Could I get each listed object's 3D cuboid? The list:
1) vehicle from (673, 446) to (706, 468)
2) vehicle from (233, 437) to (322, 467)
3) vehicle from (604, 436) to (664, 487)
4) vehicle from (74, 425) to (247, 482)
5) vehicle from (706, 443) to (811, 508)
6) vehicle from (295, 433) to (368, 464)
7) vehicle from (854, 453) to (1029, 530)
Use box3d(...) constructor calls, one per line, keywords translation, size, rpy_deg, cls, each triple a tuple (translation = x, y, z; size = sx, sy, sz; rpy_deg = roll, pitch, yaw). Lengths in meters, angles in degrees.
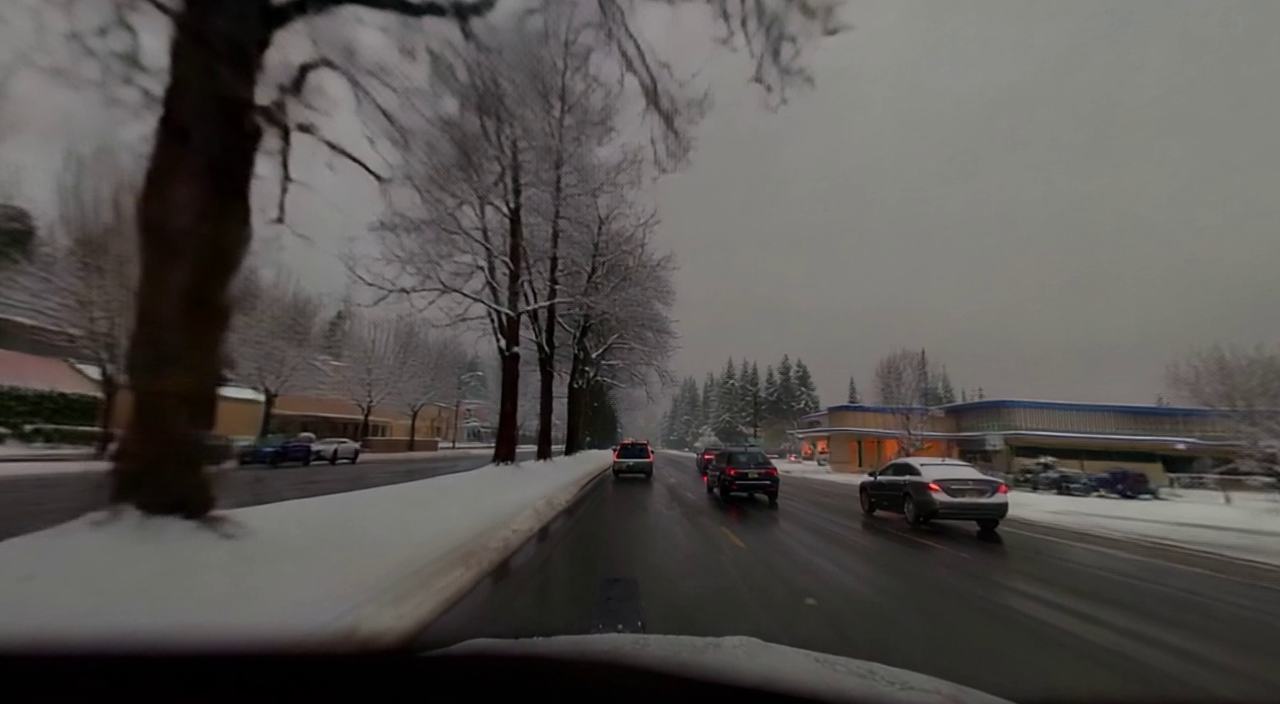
box3d(translation=(3.484, 7.508, 44.940), size=(2.012, 1.462, 4.163), rpy_deg=(0, -8, -1), cls="vehicle")
box3d(translation=(-19.006, 5.262, 33.198), size=(1.905, 1.428, 4.637), rpy_deg=(0, -8, 0), cls="vehicle")
box3d(translation=(-0.206, 3.988, 23.164), size=(2.008, 1.674, 4.239), rpy_deg=(0, -8, 0), cls="vehicle")
box3d(translation=(-15.930, 3.397, 21.256), size=(2.100, 1.708, 4.567), rpy_deg=(0, -8, 2), cls="vehicle")
box3d(translation=(3.020, 3.236, 16.965), size=(1.932, 1.510, 4.168), rpy_deg=(0, -8, -1), cls="vehicle")
box3d(translation=(-19.127, 6.005, 39.200), size=(2.043, 1.707, 4.798), rpy_deg=(3, -9, 0), cls="vehicle")
box3d(translation=(6.745, 3.125, 14.658), size=(1.944, 1.458, 4.268), rpy_deg=(0, -8, 0), cls="vehicle")
